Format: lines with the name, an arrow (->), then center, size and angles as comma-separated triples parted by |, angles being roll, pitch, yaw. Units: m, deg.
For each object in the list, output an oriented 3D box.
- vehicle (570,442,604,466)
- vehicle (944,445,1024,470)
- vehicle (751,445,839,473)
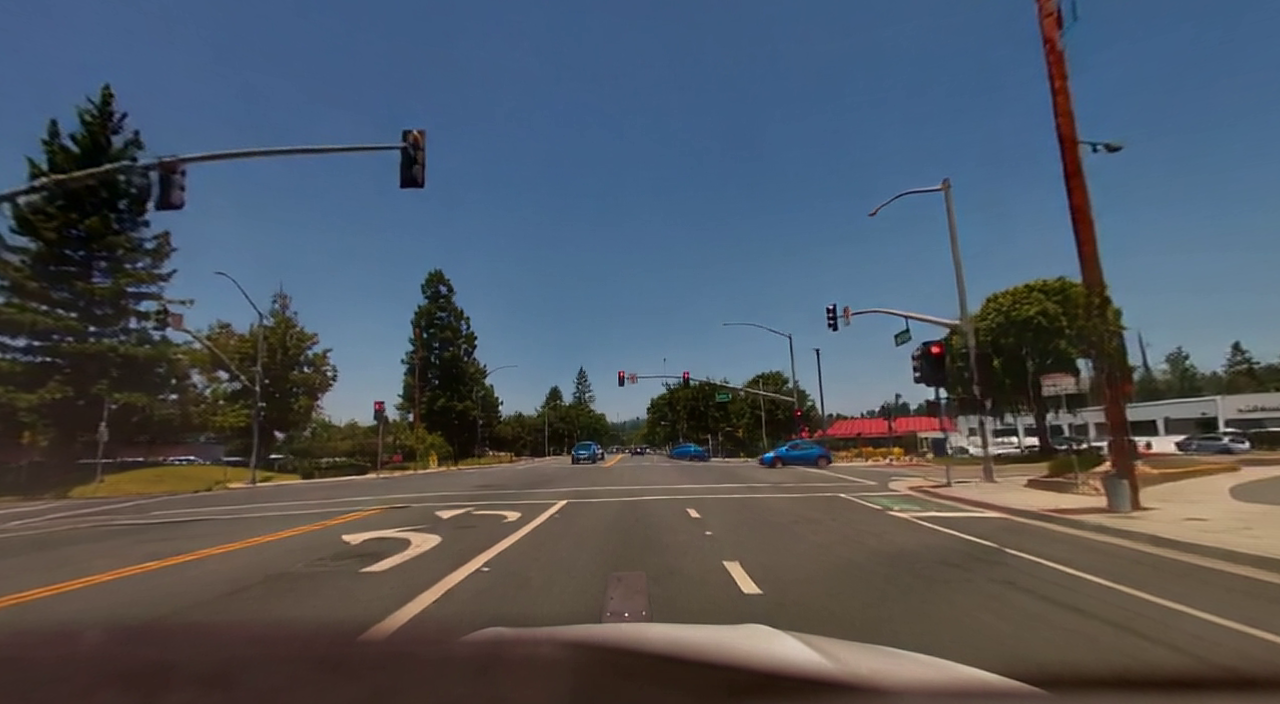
vehicle -> -3.811, 7.501, 46.386 | 2.140, 1.638, 4.259 | 0, -9, 0
vehicle -> 21.781, 6.662, 39.903 | 4.377, 1.523, 1.877 | 3, -10, -18
vehicle -> 8.746, 6.041, 35.593 | 4.528, 1.482, 1.864 | 4, -10, -22
